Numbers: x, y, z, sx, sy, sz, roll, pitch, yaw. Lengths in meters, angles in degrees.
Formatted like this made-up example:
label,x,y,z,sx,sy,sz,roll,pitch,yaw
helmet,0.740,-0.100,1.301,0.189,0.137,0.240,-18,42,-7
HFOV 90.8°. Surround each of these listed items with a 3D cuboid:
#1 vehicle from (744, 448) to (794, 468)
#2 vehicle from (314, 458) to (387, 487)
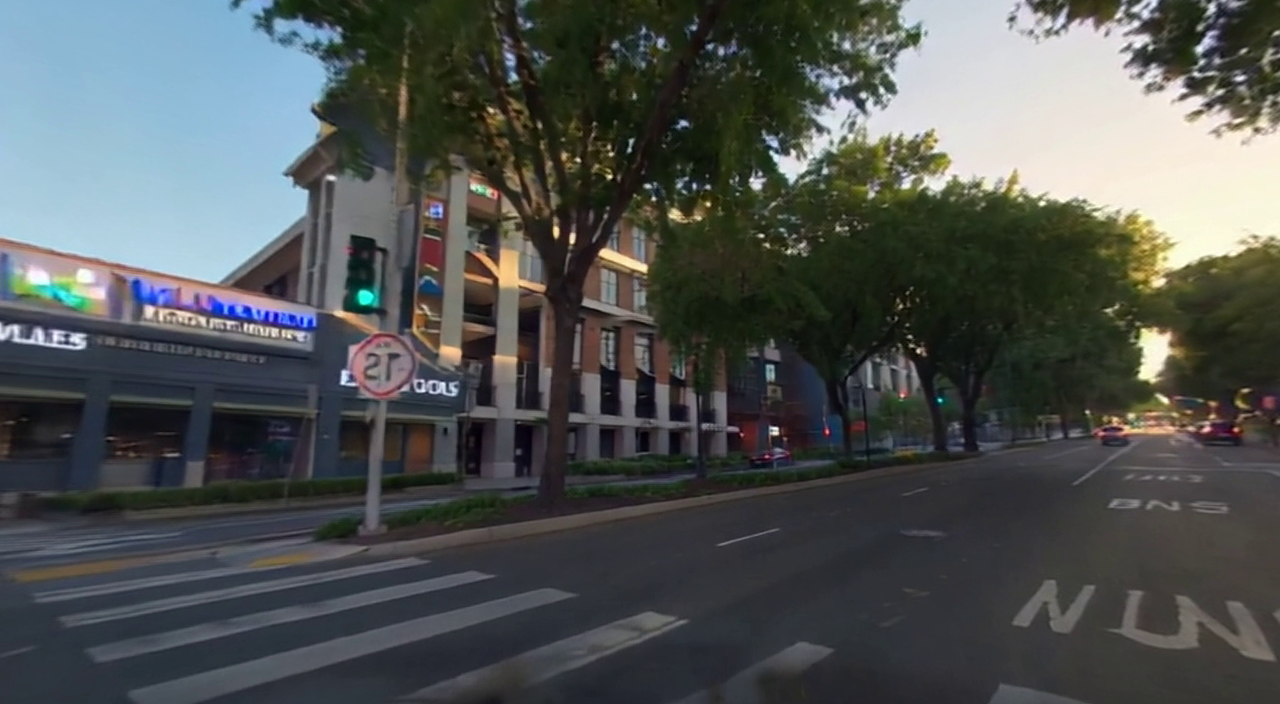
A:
label,x,y,z,sx,sy,sz,roll,pitch,yaw
vehicle,10.063,8.204,49.146,1.840,1.440,4.442,-8,-11,40
vehicle,-15.887,6.589,34.641,3.994,1.471,1.956,-8,-13,38
